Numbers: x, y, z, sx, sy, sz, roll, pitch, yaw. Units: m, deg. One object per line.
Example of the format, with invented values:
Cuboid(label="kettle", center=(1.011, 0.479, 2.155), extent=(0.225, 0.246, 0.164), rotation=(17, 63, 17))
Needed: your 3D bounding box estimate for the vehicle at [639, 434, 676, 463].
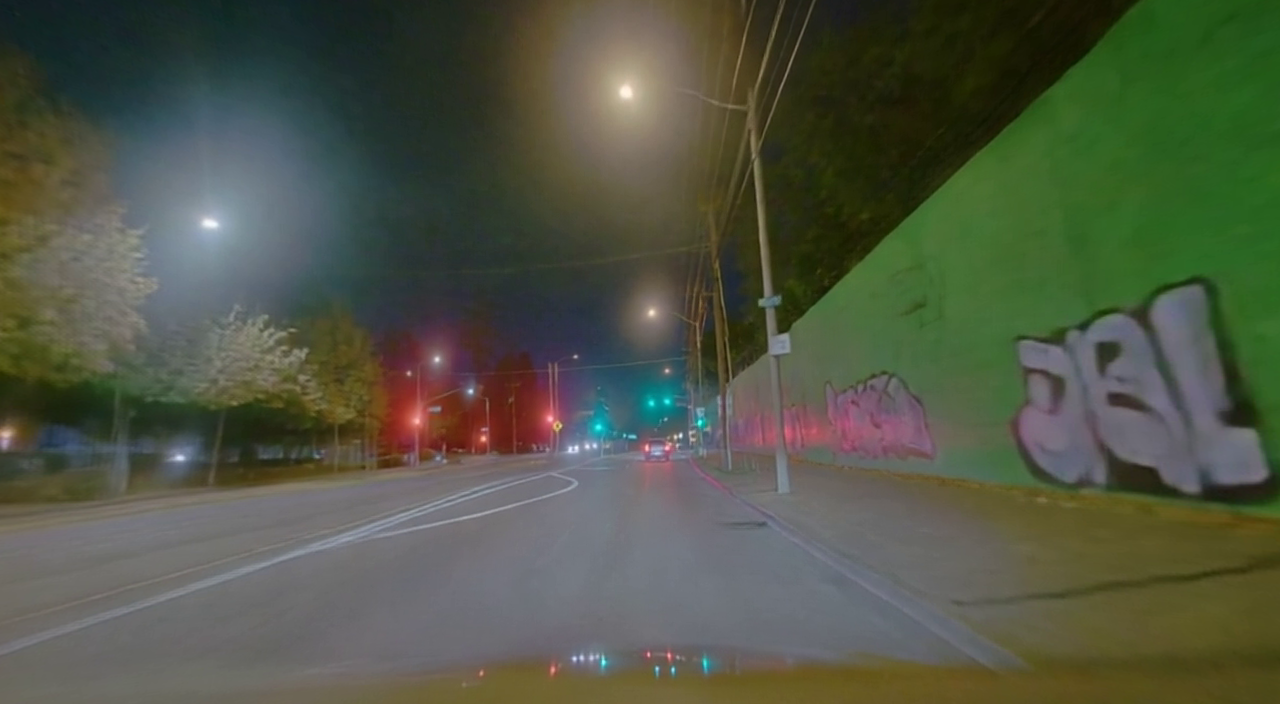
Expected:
Cuboid(label="vehicle", center=(1.046, 5.740, 37.630), extent=(2.105, 1.611, 3.750), rotation=(0, -8, 2))
